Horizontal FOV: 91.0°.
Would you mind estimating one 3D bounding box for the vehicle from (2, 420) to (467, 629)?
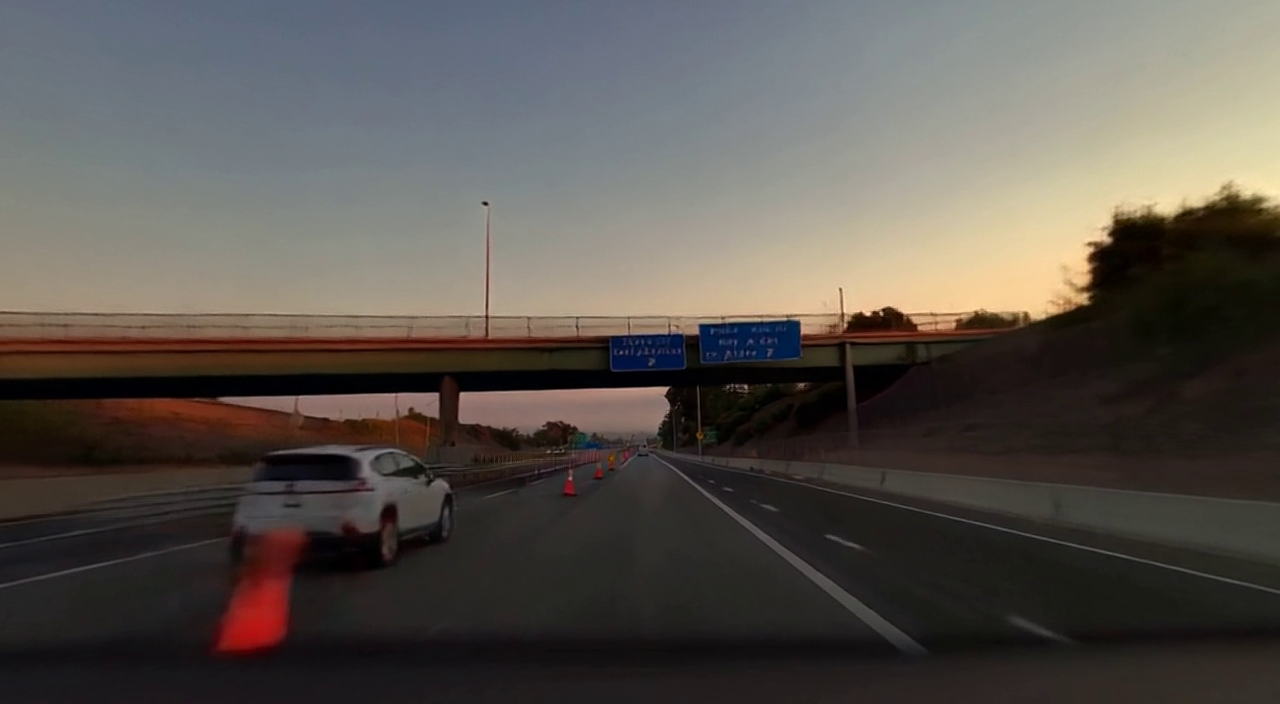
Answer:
[{"bbox_3d":[-3.785,1.696,7.354,2.069,1.560,5.018,0,-9,0],"label":"vehicle"}]
